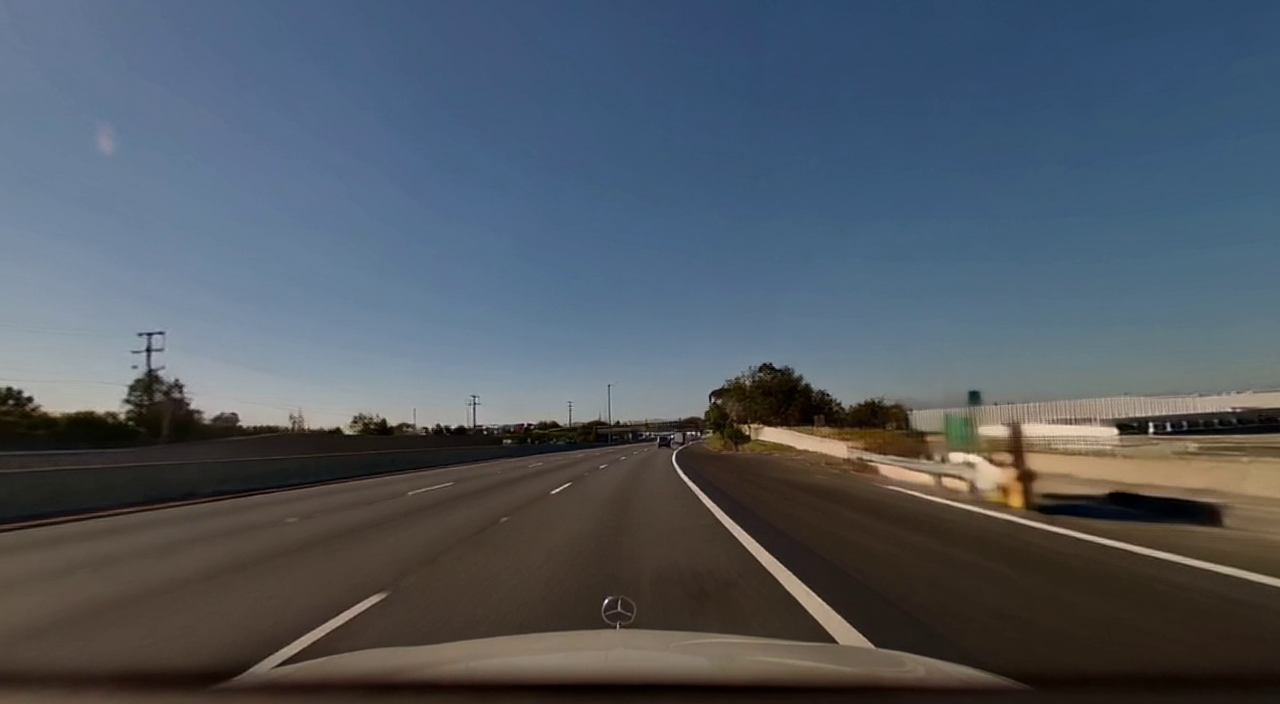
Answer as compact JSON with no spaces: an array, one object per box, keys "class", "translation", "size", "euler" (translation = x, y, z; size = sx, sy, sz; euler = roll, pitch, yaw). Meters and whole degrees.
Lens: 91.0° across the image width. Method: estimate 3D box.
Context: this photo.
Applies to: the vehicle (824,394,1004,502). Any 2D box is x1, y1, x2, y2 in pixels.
[{"class":"vehicle","translation":[5.761,2.089,13.909],"size":[1.914,2.013,4.041],"euler":[0,-8,-3]}]
